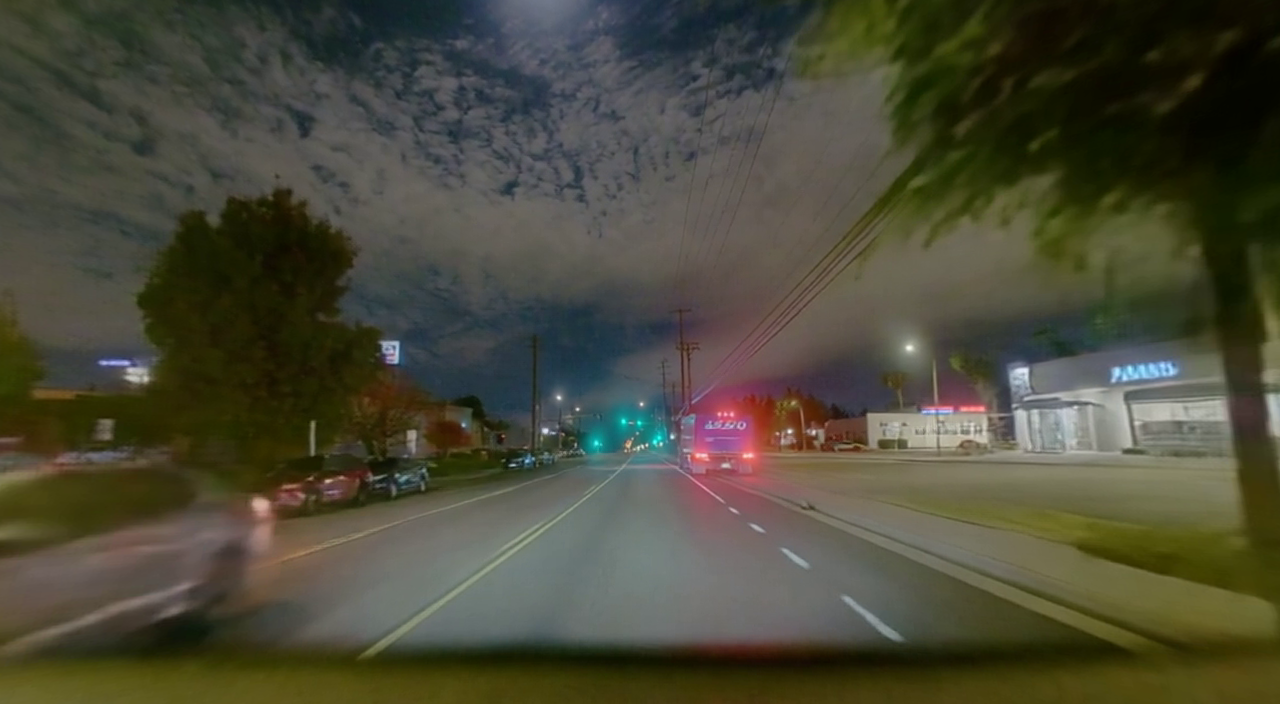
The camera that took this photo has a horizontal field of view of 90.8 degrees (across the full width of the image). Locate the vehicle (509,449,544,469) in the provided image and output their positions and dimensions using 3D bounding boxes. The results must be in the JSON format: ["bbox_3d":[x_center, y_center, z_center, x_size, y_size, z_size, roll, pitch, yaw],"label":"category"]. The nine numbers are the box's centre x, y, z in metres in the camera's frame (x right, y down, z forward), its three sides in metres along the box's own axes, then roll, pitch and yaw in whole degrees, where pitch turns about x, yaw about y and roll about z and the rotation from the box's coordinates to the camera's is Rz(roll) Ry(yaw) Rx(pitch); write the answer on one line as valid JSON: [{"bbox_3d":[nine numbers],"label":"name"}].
[{"bbox_3d":[-8.582,8.145,48.240,1.939,1.480,4.632,0,-9,-2],"label":"vehicle"}]

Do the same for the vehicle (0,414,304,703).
[{"bbox_3d":[-3.992,1.138,3.441,2.042,1.530,3.980,0,-9,1],"label":"vehicle"}]

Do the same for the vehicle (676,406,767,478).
[{"bbox_3d":[3.809,4.649,32.291,3.168,3.106,9.350,0,-9,-2],"label":"vehicle"}]
